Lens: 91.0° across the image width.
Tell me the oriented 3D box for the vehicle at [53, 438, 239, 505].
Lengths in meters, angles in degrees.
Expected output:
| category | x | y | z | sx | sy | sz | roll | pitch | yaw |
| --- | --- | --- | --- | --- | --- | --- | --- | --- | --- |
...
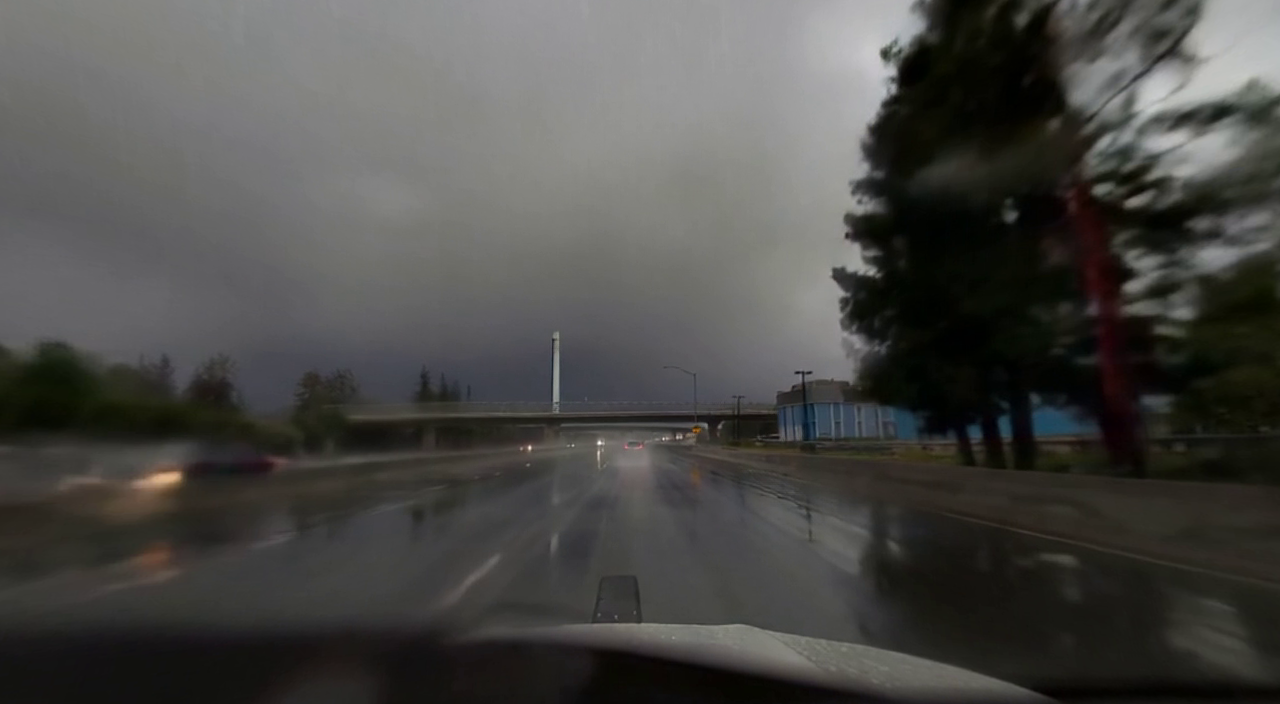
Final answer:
| category | x | y | z | sx | sy | sz | roll | pitch | yaw |
| --- | --- | --- | --- | --- | --- | --- | --- | --- | --- |
| vehicle | -14.216 | 3.416 | 18.546 | 1.944 | 1.690 | 4.429 | -1 | -8 | -1 |
